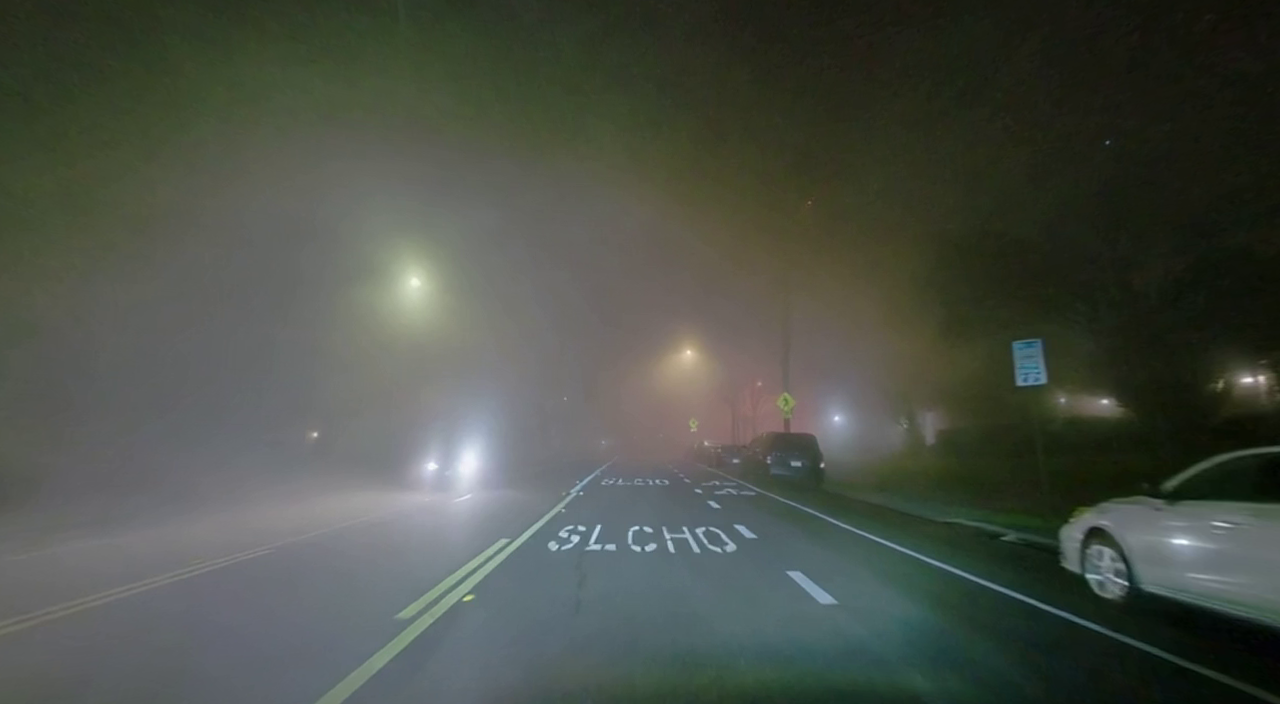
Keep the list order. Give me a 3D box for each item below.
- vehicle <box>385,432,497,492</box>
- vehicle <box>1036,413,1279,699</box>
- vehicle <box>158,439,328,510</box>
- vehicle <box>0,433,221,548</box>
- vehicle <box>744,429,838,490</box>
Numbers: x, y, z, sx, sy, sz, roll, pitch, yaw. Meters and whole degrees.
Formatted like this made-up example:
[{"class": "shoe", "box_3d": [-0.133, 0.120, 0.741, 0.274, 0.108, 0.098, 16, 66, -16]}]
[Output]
[{"class": "vehicle", "box_3d": [-6.307, 3.535, 20.662, 2.166, 1.734, 4.551, 0, -8, 0]}, {"class": "vehicle", "box_3d": [4.842, 1.172, 3.577, 2.251, 1.639, 4.353, 1, -8, -2]}, {"class": "vehicle", "box_3d": [-11.157, 3.438, 18.274, 1.917, 1.763, 4.557, 0, -8, 0]}, {"class": "vehicle", "box_3d": [-11.199, 2.634, 12.833, 2.065, 1.869, 4.806, 0, -8, -1]}, {"class": "vehicle", "box_3d": [5.029, 3.632, 21.682, 2.087, 1.869, 4.159, 0, -8, -1]}]
